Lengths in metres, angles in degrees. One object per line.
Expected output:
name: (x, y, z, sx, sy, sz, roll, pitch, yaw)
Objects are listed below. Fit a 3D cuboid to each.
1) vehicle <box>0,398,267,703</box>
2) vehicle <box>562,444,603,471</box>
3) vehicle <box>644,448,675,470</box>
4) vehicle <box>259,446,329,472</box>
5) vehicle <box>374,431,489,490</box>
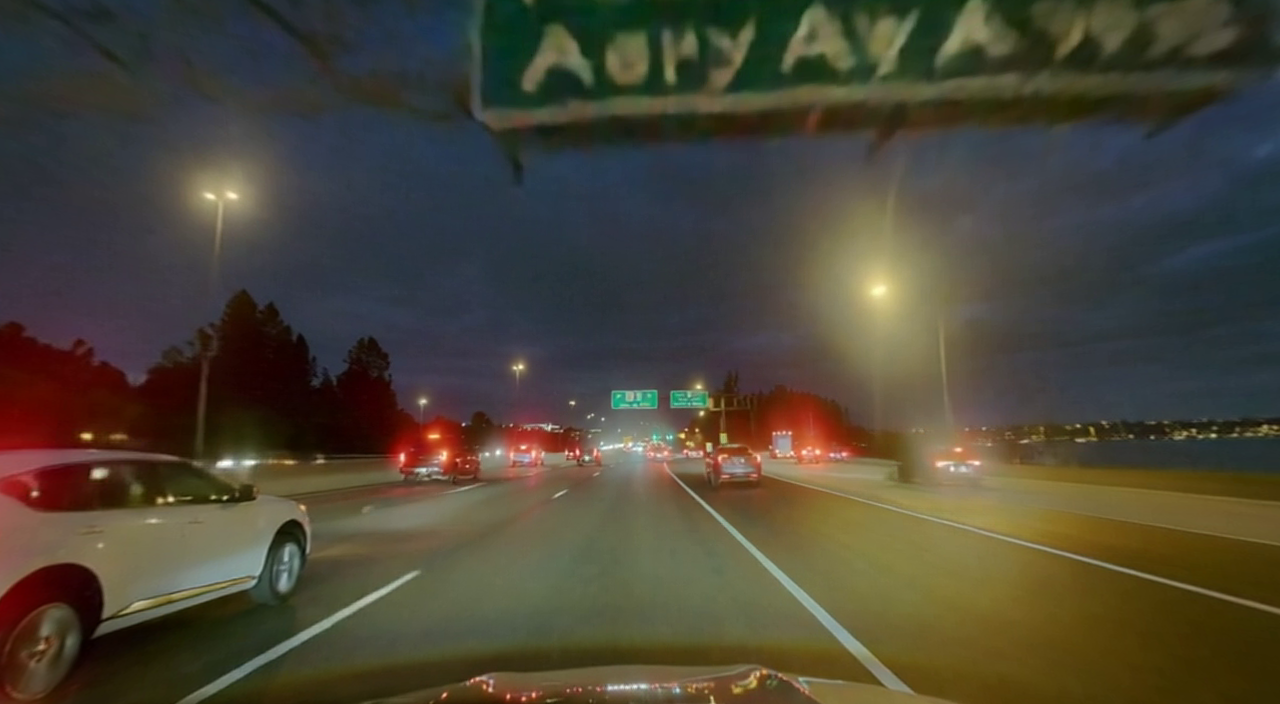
vehicle: (-4.180, 0.983, 2.956, 2.027, 1.547, 4.511, 0, -8, 1)
vehicle: (-3.764, 7.011, 42.026, 2.132, 1.708, 4.571, 0, -8, 1)
vehicle: (1.408, 7.750, 45.791, 2.153, 1.510, 4.646, 0, -8, 2)
vehicle: (-20.375, 6.297, 37.272, 1.852, 1.477, 3.924, 0, -8, 1)
vehicle: (-7.508, 3.968, 23.446, 2.250, 1.870, 5.647, 0, -8, 1)
